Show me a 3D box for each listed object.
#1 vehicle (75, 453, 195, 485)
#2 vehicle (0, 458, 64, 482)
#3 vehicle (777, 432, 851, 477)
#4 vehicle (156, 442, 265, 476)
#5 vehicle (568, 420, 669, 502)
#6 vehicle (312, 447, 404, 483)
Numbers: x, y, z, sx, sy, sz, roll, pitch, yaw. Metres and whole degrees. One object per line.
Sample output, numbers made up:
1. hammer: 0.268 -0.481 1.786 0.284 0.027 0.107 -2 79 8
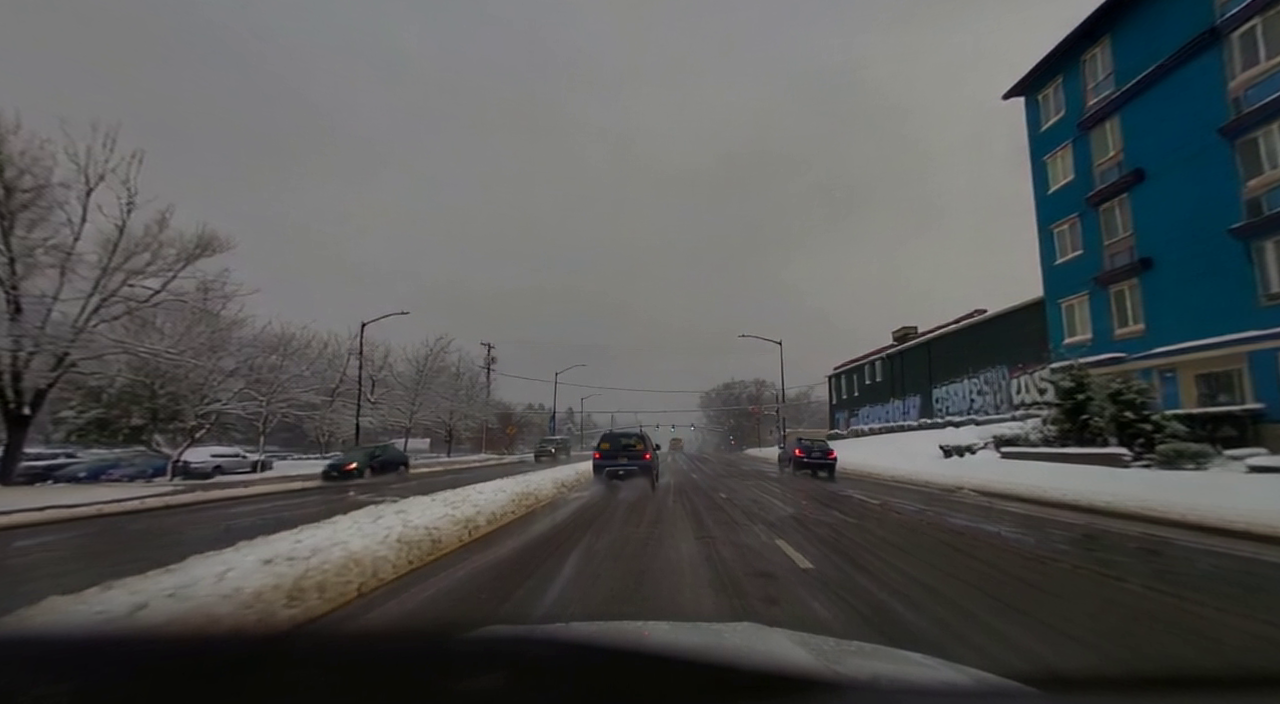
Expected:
1. vehicle: -26.628 6.150 33.363 4.712 1.473 2.083 -3 -9 5
2. vehicle: -40.598 7.644 40.916 1.908 1.433 4.543 -1 -8 4
3. vehicle: 7.324 4.357 27.028 1.952 1.749 4.311 0 -8 0
4. vehicle: -25.983 6.468 38.305 4.916 1.826 2.242 -2 -9 -1
5. vehicle: -0.375 2.749 16.299 2.160 1.786 4.702 0 -8 3
6. vehicle: -13.008 5.193 29.400 1.842 1.482 4.386 -1 -8 7
